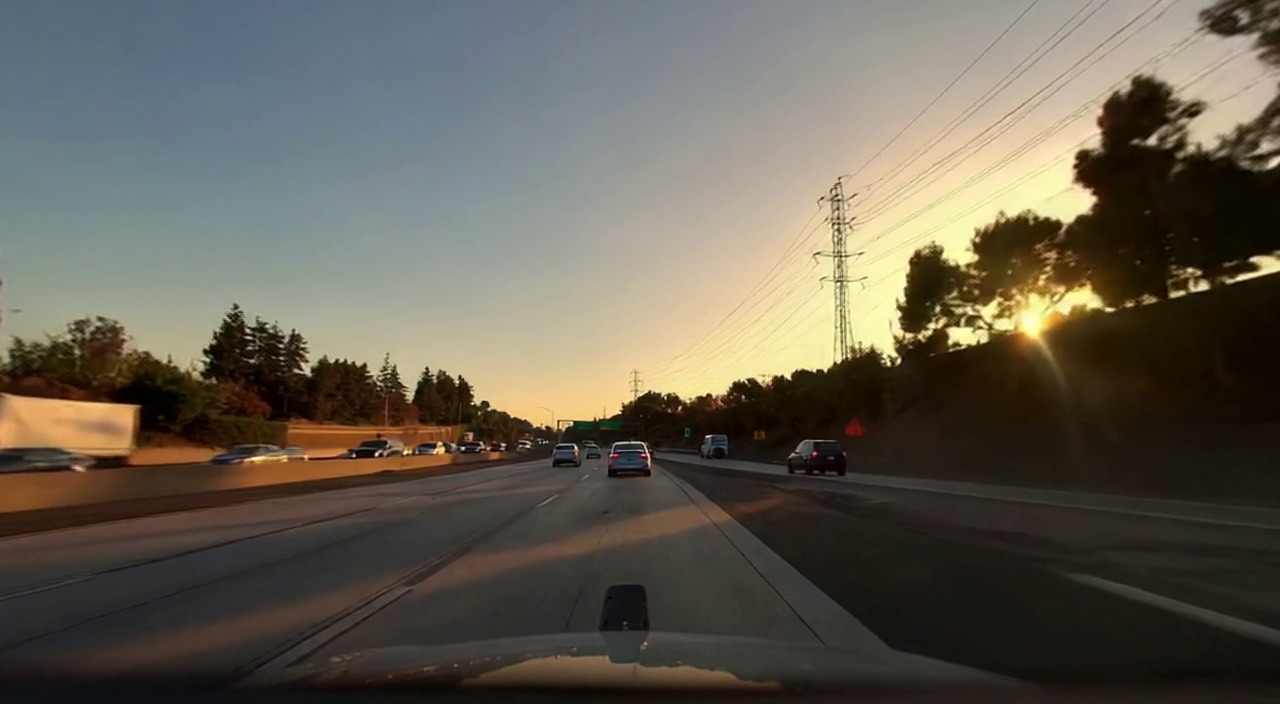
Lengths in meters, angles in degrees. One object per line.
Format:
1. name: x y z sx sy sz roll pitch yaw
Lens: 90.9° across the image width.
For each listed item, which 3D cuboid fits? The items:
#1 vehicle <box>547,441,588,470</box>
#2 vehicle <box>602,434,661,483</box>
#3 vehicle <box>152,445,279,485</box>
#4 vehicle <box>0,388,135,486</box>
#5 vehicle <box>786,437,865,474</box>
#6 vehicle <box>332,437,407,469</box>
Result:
1. vehicle: -4.505 6.535 39.947 2.130 1.685 4.341 0 -9 -1
2. vehicle: -0.336 4.266 25.488 2.192 1.769 4.287 0 -9 -1
3. vehicle: -16.695 4.448 25.158 1.838 1.424 4.575 -1 -9 1
4. vehicle: -23.849 3.324 24.243 2.795 3.380 7.270 0 -9 -1
5. vehicle: 9.220 5.195 31.845 2.099 1.720 4.829 1 -9 -6
6. vehicle: -16.600 6.225 39.036 2.228 1.808 5.608 0 -9 -1
